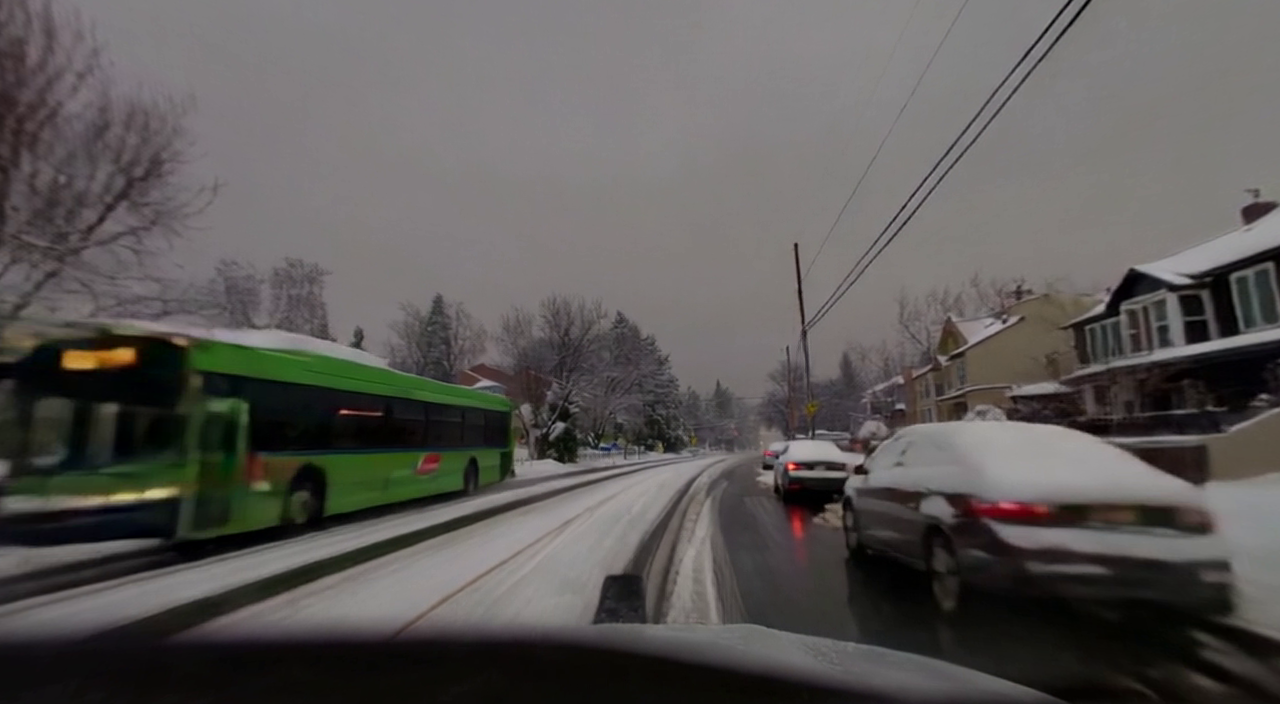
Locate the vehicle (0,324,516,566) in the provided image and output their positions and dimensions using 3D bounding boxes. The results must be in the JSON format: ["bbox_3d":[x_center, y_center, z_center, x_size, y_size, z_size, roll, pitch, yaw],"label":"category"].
[{"bbox_3d":[-6.621,2.205,14.962,3.577,3.168,13.108,-1,-9,5],"label":"vehicle"}]

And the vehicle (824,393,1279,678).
[{"bbox_3d":[3.133,1.347,5.669,1.984,1.601,3.994,0,-9,4],"label":"vehicle"}]

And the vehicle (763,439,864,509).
[{"bbox_3d":[3.973,2.831,15.031,1.665,1.425,3.727,-1,-9,6],"label":"vehicle"}]
